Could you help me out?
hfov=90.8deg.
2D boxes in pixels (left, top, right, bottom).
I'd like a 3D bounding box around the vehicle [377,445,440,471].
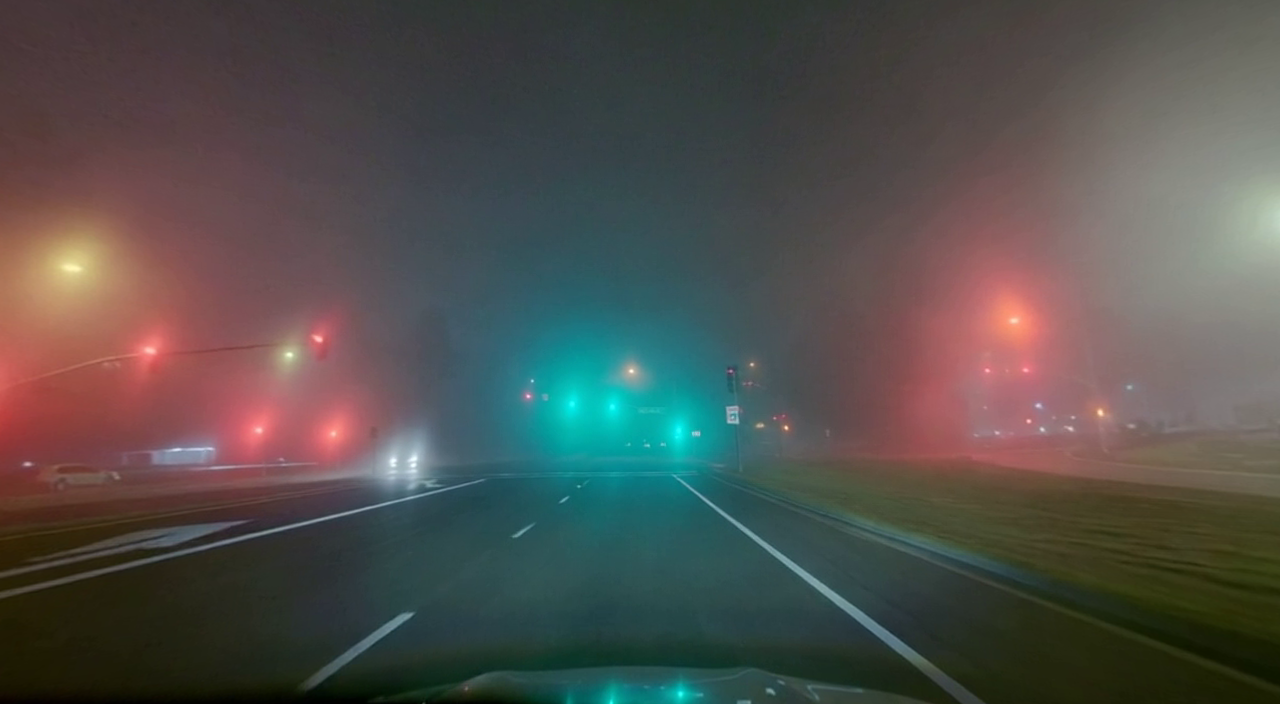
[{"bbox_3d":[-16.172,7.339,44.033,4.262,1.733,2.024,-7,-11,36],"label":"vehicle"}]
